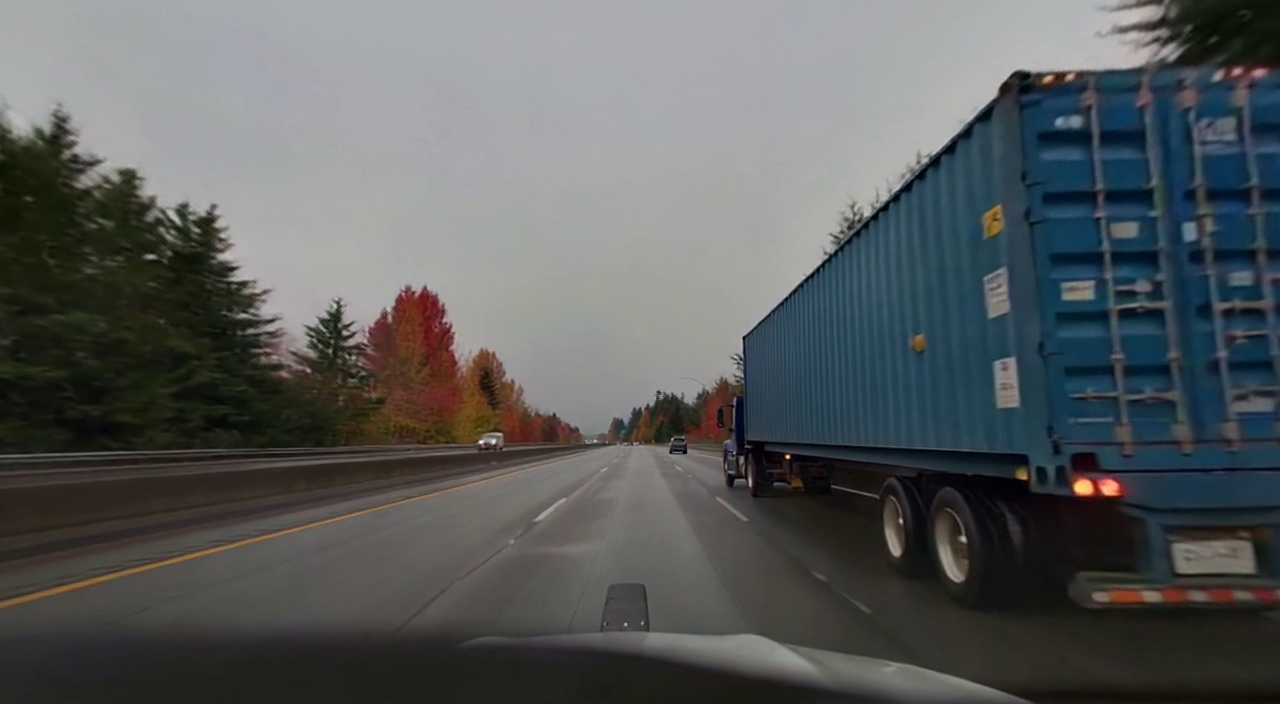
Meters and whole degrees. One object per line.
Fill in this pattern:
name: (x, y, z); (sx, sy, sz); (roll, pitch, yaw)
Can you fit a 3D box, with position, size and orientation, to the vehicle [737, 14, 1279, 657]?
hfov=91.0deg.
vehicle: (4.027, 0.682, 10.317); (2.903, 4.003, 13.046); (0, -8, 1)
